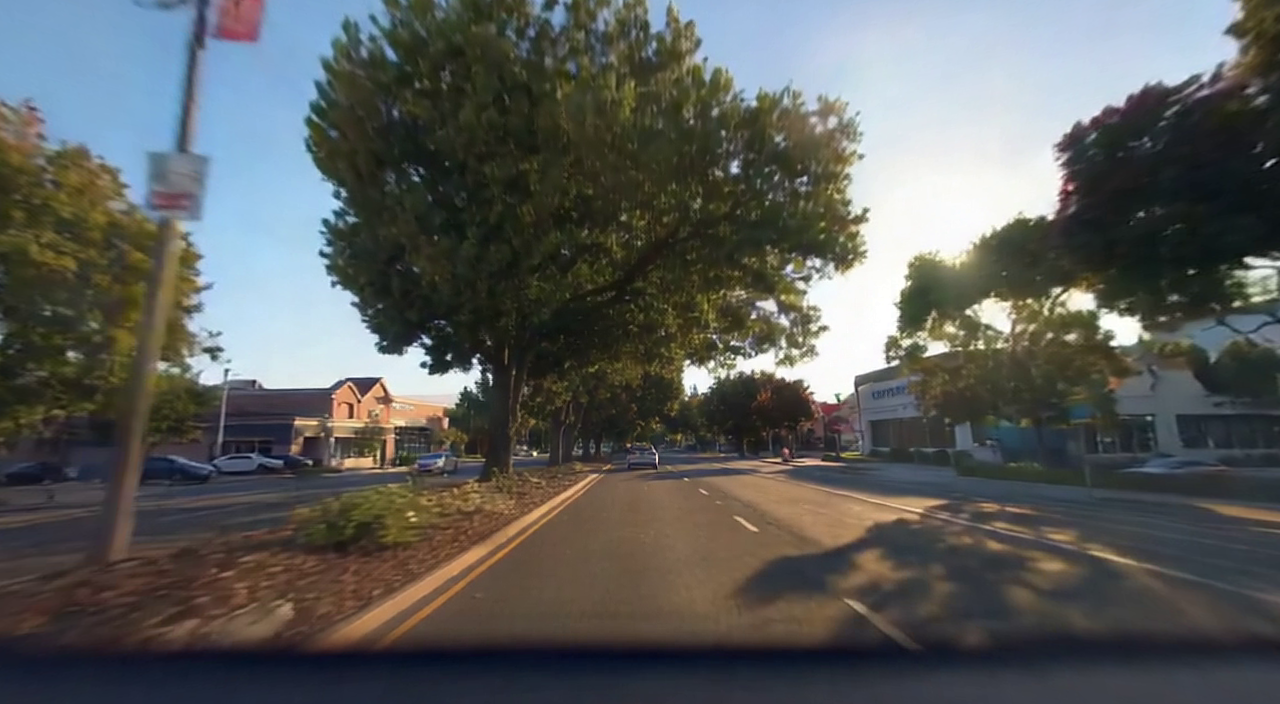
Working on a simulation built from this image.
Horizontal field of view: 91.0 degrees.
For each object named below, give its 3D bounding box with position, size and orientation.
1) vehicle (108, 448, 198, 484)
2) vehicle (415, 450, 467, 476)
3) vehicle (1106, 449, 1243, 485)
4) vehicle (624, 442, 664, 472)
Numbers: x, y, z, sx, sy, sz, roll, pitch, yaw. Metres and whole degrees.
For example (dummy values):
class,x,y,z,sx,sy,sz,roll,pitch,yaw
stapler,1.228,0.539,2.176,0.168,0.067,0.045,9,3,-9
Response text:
class,x,y,z,sx,sy,sz,roll,pitch,yaw
vehicle,-28.198,6.581,36.676,2.061,1.871,5.360,2,-9,-14
vehicle,-12.526,7.010,39.951,1.833,1.469,4.343,0,-8,1
vehicle,24.336,5.205,28.926,1.863,1.454,4.758,1,-9,-5
vehicle,0.140,5.517,33.177,1.998,1.452,3.773,0,-8,-1
